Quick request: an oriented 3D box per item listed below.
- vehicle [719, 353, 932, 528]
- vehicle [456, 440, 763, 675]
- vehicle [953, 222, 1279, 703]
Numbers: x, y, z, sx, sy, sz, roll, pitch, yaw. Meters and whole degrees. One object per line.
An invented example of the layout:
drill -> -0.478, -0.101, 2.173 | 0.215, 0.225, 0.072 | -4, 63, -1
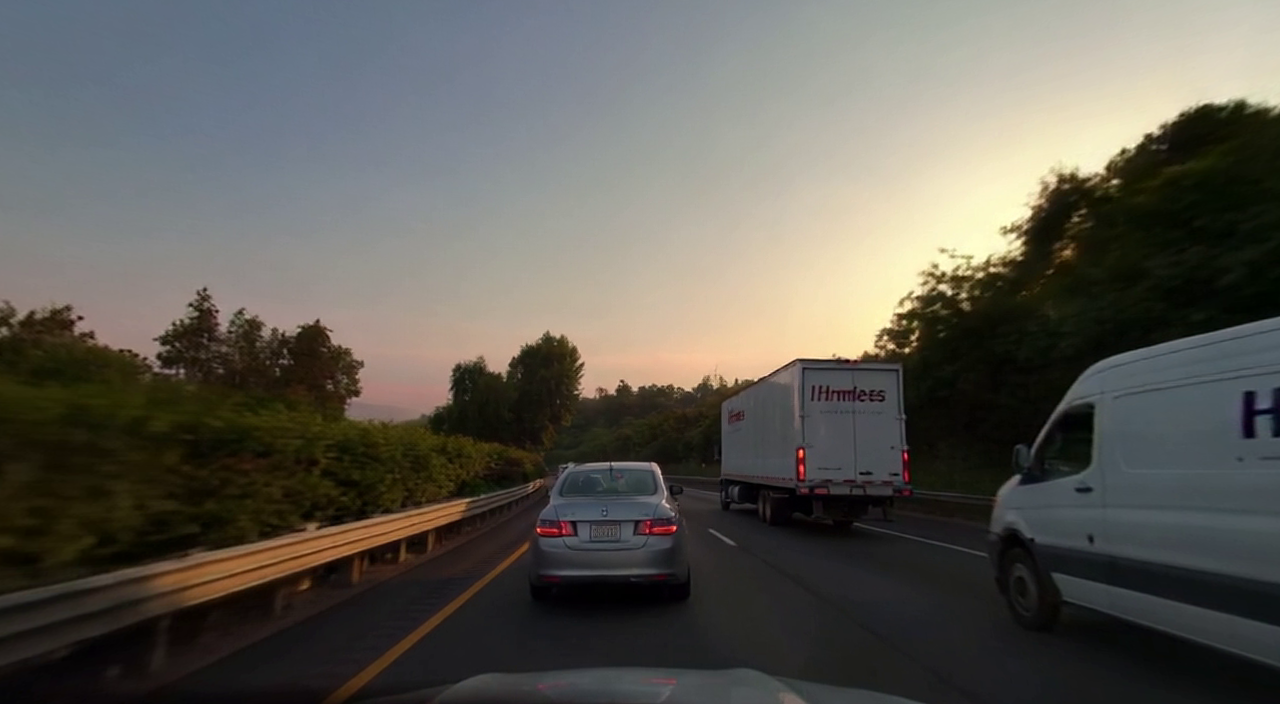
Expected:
vehicle -> 4.936, 3.028, 20.068 | 2.936, 3.972, 11.144 | 1, -11, -2
vehicle -> -0.244, 1.665, 5.881 | 1.980, 1.493, 3.410 | 1, -11, -2
vehicle -> 4.190, 0.749, 3.312 | 2.328, 2.537, 5.290 | 1, -11, 1
